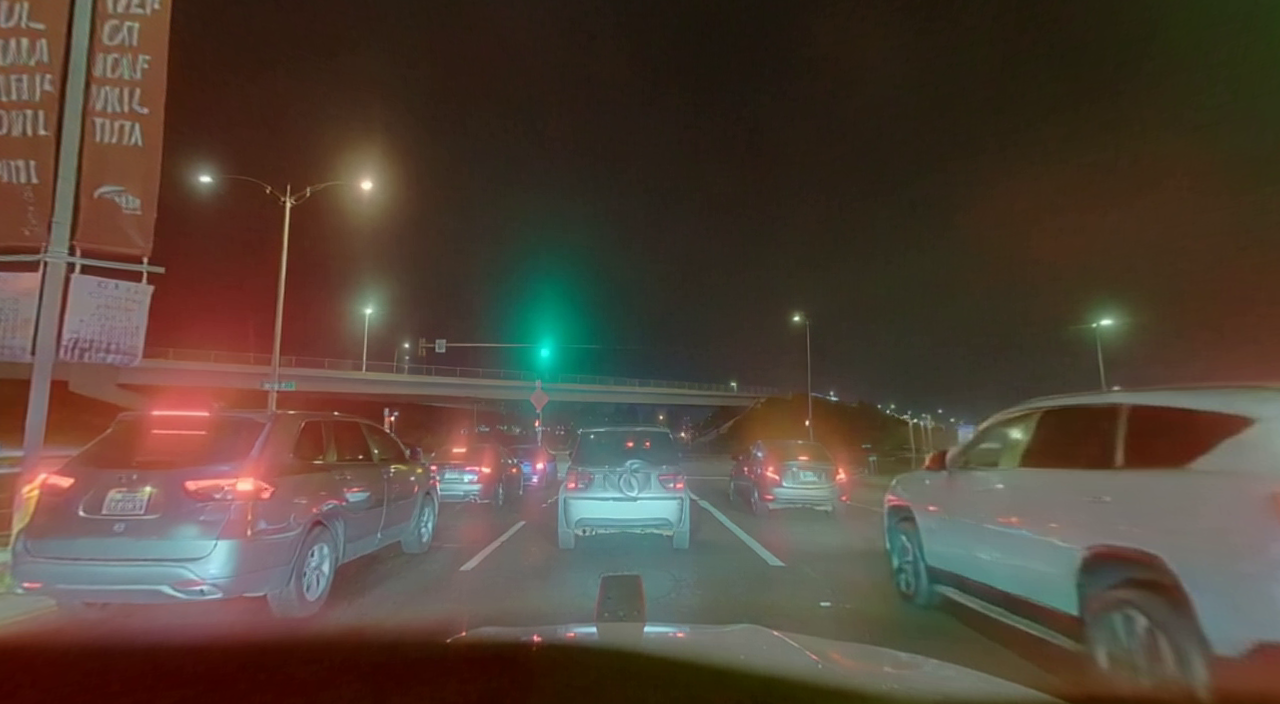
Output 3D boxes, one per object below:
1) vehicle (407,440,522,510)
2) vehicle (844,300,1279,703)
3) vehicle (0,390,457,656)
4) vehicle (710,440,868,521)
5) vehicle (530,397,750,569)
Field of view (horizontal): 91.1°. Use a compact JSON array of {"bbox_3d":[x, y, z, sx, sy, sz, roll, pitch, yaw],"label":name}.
[{"bbox_3d":[-4.151,2.944,15.437,1.797,1.505,3.506,0,-9,0],"label":"vehicle"},{"bbox_3d":[3.167,1.034,4.142,2.016,1.804,4.681,0,-9,-1],"label":"vehicle"},{"bbox_3d":[-3.493,1.425,6.270,2.039,1.709,4.265,0,-9,0],"label":"vehicle"},{"bbox_3d":[3.043,2.760,14.138,2.228,1.472,4.939,0,-9,-1],"label":"vehicle"},{"bbox_3d":[-0.076,1.771,9.212,2.409,1.864,4.471,0,-9,-2],"label":"vehicle"}]
